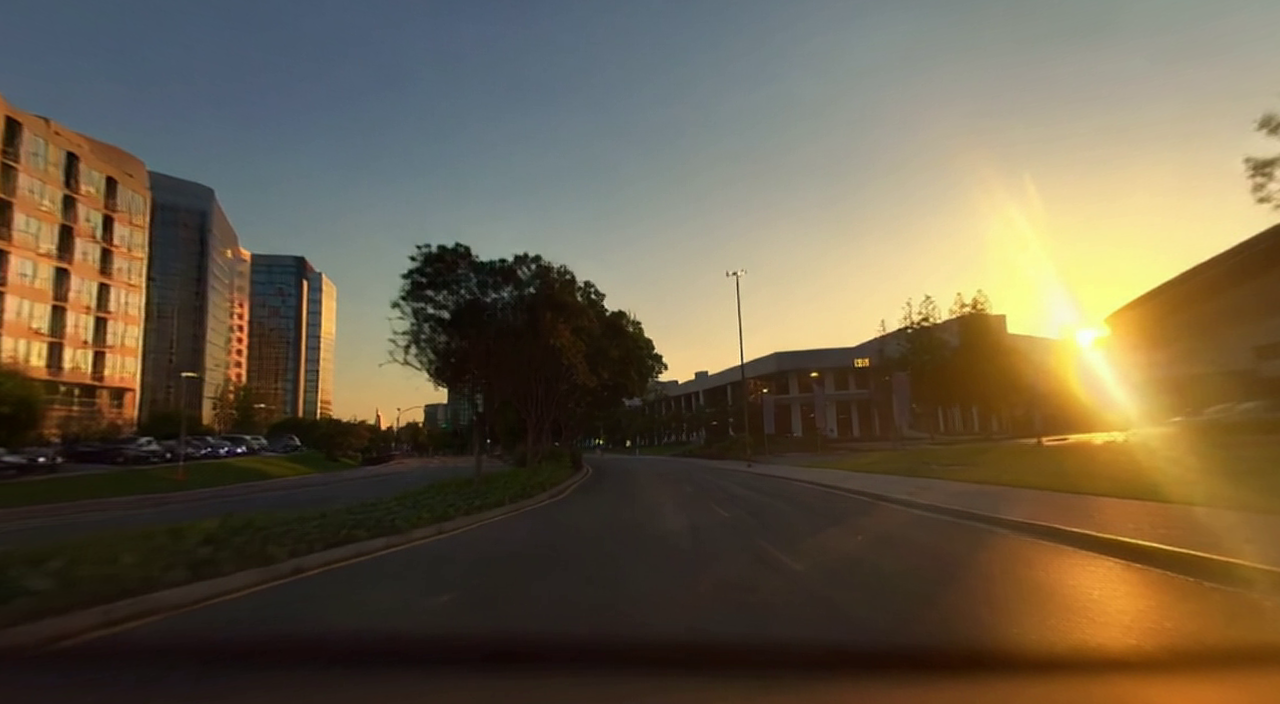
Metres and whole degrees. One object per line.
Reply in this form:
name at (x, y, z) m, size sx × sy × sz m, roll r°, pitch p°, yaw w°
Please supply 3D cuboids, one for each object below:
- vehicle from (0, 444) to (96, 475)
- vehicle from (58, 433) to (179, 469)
vehicle at (-29.587, 5.225, 30.706) m, size 4.187 × 1.457 × 1.973 m, roll 0°, pitch -9°, yaw -2°
vehicle at (-29.435, 5.612, 35.704) m, size 4.812 × 1.932 × 2.147 m, roll 0°, pitch -9°, yaw -2°
